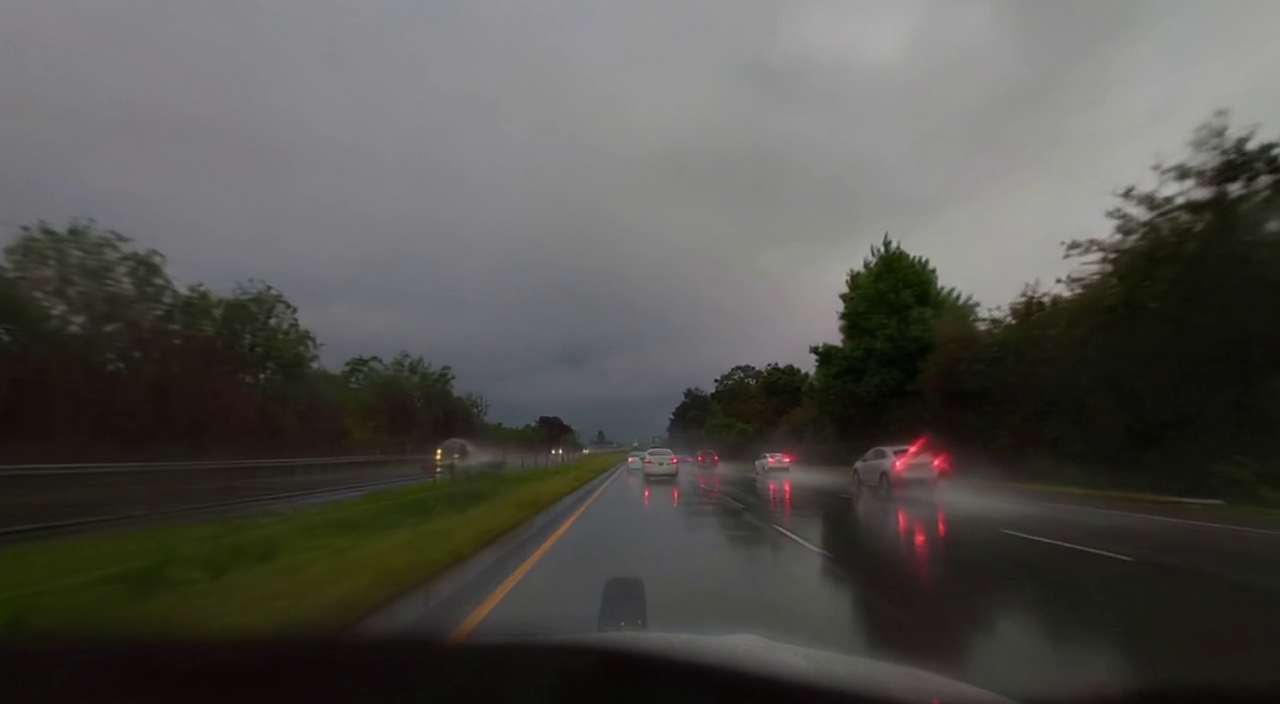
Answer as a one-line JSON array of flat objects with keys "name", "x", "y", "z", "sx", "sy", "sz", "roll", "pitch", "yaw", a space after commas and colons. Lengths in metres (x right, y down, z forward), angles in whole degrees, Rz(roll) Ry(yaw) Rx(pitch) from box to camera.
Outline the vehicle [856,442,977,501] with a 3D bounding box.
[{"name": "vehicle", "x": 8.131, "y": 3.529, "z": 18.948, "sx": 1.847, "sy": 1.554, "sz": 3.752, "roll": 0, "pitch": -9, "yaw": -1}]

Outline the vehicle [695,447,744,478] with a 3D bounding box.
[{"name": "vehicle", "x": 4.191, "y": 5.902, "z": 33.848, "sx": 1.981, "sy": 1.518, "sz": 4.029, "roll": 0, "pitch": -9, "yaw": -1}]

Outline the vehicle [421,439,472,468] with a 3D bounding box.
[{"name": "vehicle", "x": -13.184, "y": 6.943, "z": 43.254, "sx": 2.052, "sy": 1.824, "sz": 4.667, "roll": 0, "pitch": -9, "yaw": 0}]

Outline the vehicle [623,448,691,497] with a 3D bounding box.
[{"name": "vehicle", "x": 0.487, "y": 3.894, "z": 20.757, "sx": 2.020, "sy": 1.426, "sz": 3.702, "roll": 0, "pitch": -9, "yaw": -1}]

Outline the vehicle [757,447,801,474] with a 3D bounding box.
[{"name": "vehicle", "x": 8.860, "y": 6.939, "z": 40.422, "sx": 1.957, "sy": 1.594, "sz": 3.632, "roll": 0, "pitch": -9, "yaw": -1}]
